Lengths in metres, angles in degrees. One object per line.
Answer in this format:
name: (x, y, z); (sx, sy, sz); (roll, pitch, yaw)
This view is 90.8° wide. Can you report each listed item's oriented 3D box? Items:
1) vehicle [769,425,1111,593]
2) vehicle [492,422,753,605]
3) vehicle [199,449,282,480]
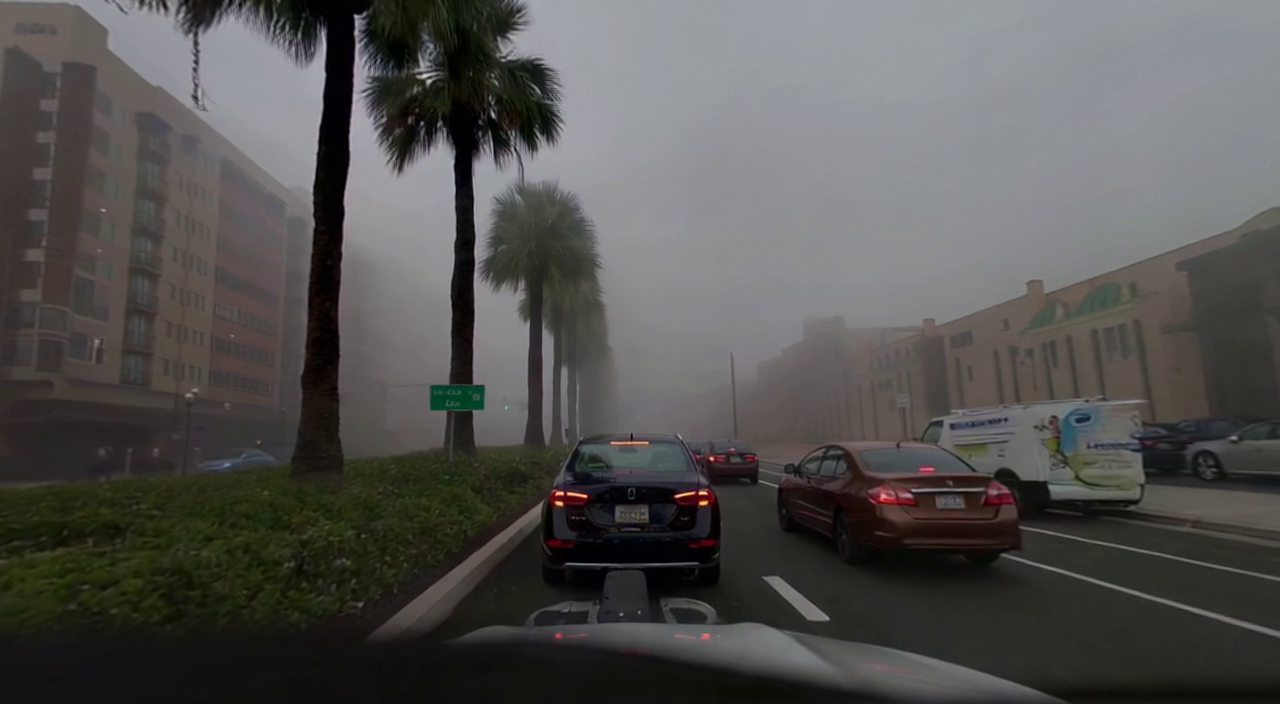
vehicle: (3.123, 1.715, 7.859); (1.925, 1.451, 4.436); (0, -8, -2)
vehicle: (-0.158, 1.641, 7.289); (2.158, 1.498, 3.919); (0, -8, 0)
vehicle: (-20.496, 5.766, 32.640); (1.764, 1.510, 3.827); (0, -8, 0)
